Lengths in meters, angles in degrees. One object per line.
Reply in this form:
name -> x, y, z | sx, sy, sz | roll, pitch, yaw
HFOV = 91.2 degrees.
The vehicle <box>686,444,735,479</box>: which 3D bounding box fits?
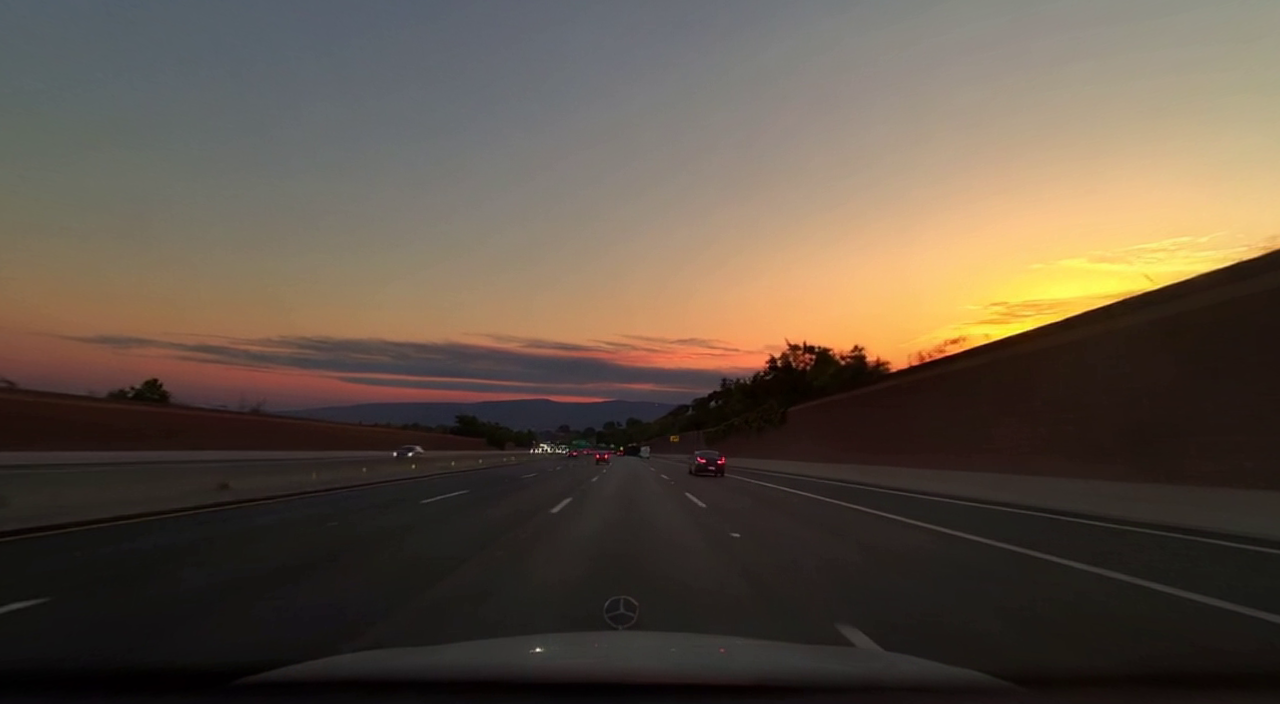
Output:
vehicle -> 3.328, 5.285, 30.365 | 1.895, 1.555, 4.030 | 0, -9, 0
